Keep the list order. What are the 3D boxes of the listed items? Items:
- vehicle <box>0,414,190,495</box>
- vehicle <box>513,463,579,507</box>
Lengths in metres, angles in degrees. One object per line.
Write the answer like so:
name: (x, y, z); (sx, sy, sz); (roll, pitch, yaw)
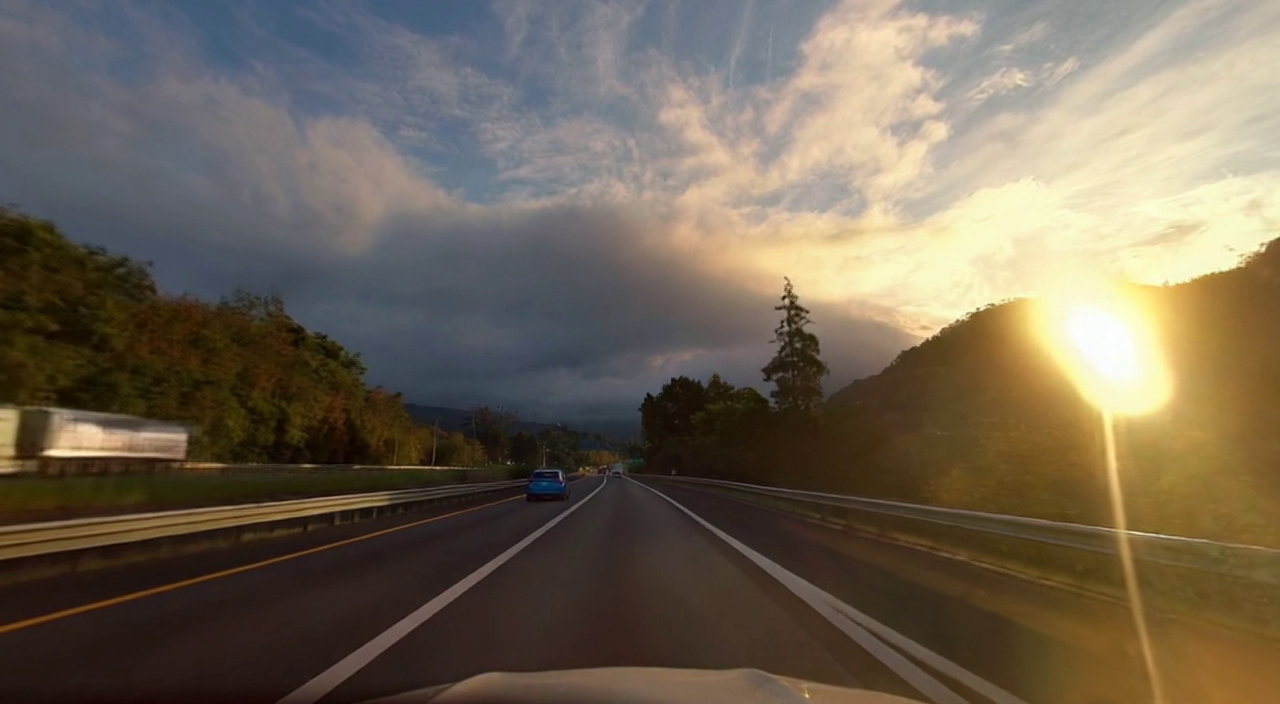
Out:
vehicle: (-29.937, 5.500, 33.218); (2.779, 3.484, 14.467); (1, -11, -4)
vehicle: (-3.640, 5.238, 25.120); (1.967, 1.556, 4.364); (1, -10, 0)
